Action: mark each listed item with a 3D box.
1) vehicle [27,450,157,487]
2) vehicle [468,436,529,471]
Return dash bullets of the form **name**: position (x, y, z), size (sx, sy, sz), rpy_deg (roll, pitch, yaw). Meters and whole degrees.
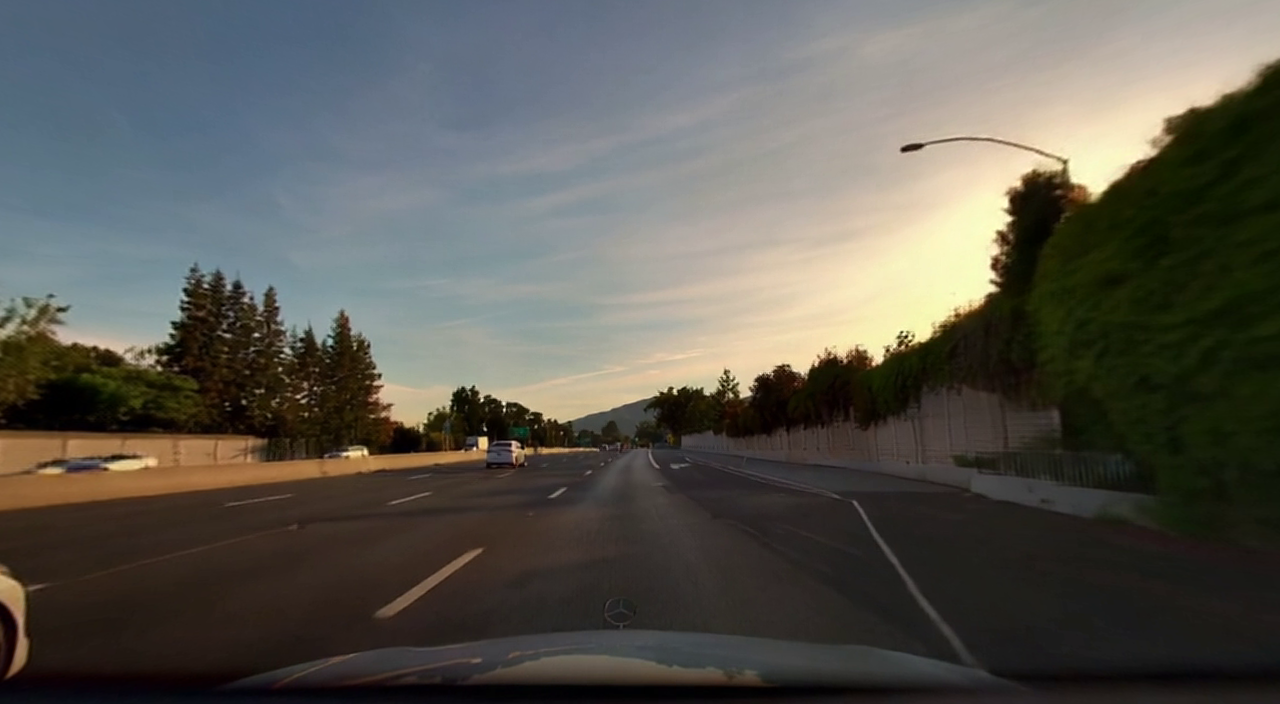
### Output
- **vehicle**: position (-25.366, 5.381, 29.537), size (1.919, 1.514, 4.811), rpy_deg (0, -9, -3)
- **vehicle**: position (-7.470, 5.419, 33.913), size (2.115, 1.711, 4.722), rpy_deg (0, -9, 1)
